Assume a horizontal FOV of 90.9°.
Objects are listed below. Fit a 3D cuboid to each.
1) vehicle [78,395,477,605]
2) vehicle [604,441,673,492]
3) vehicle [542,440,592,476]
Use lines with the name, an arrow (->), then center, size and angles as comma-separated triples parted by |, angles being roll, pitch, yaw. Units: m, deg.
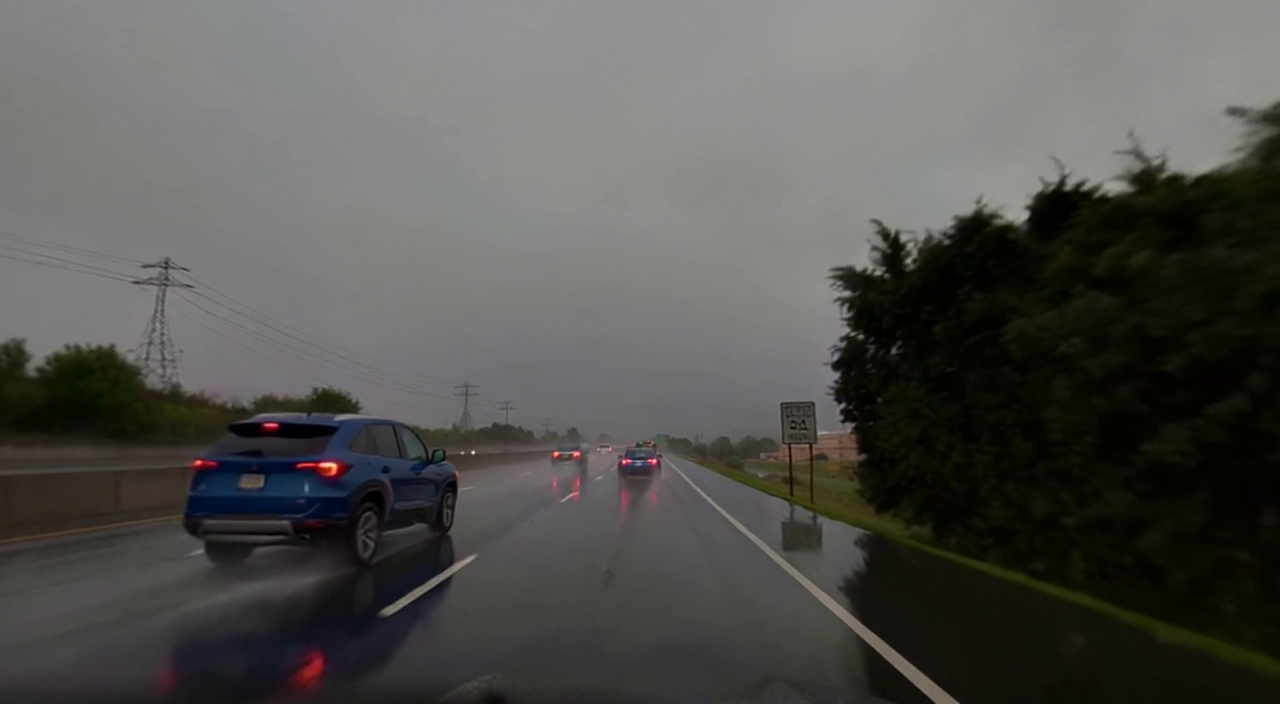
vehicle -> -3.718, 1.611, 7.755 | 2.133, 1.789, 4.518 | -1, -8, 1
vehicle -> -0.047, 3.695, 20.696 | 2.047, 1.473, 3.978 | 0, -8, 0
vehicle -> -3.662, 5.394, 32.405 | 1.993, 1.717, 4.321 | -1, -8, 1
